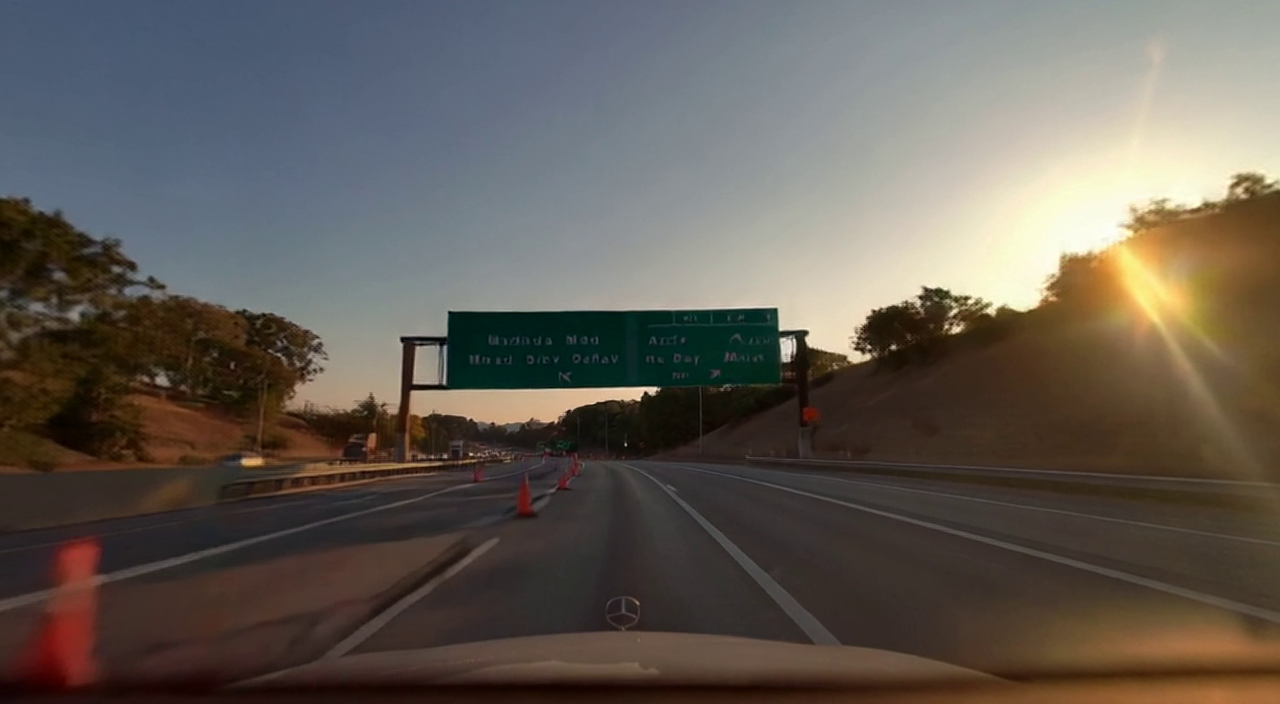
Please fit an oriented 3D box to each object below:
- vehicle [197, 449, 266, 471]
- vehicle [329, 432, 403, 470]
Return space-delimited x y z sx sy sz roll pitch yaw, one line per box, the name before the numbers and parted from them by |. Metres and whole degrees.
vehicle | -31.194 8.239 48.316 2.075 1.589 5.035 0 -9 -2
vehicle | -18.779 6.934 43.567 2.450 2.180 6.404 7 -11 -3
